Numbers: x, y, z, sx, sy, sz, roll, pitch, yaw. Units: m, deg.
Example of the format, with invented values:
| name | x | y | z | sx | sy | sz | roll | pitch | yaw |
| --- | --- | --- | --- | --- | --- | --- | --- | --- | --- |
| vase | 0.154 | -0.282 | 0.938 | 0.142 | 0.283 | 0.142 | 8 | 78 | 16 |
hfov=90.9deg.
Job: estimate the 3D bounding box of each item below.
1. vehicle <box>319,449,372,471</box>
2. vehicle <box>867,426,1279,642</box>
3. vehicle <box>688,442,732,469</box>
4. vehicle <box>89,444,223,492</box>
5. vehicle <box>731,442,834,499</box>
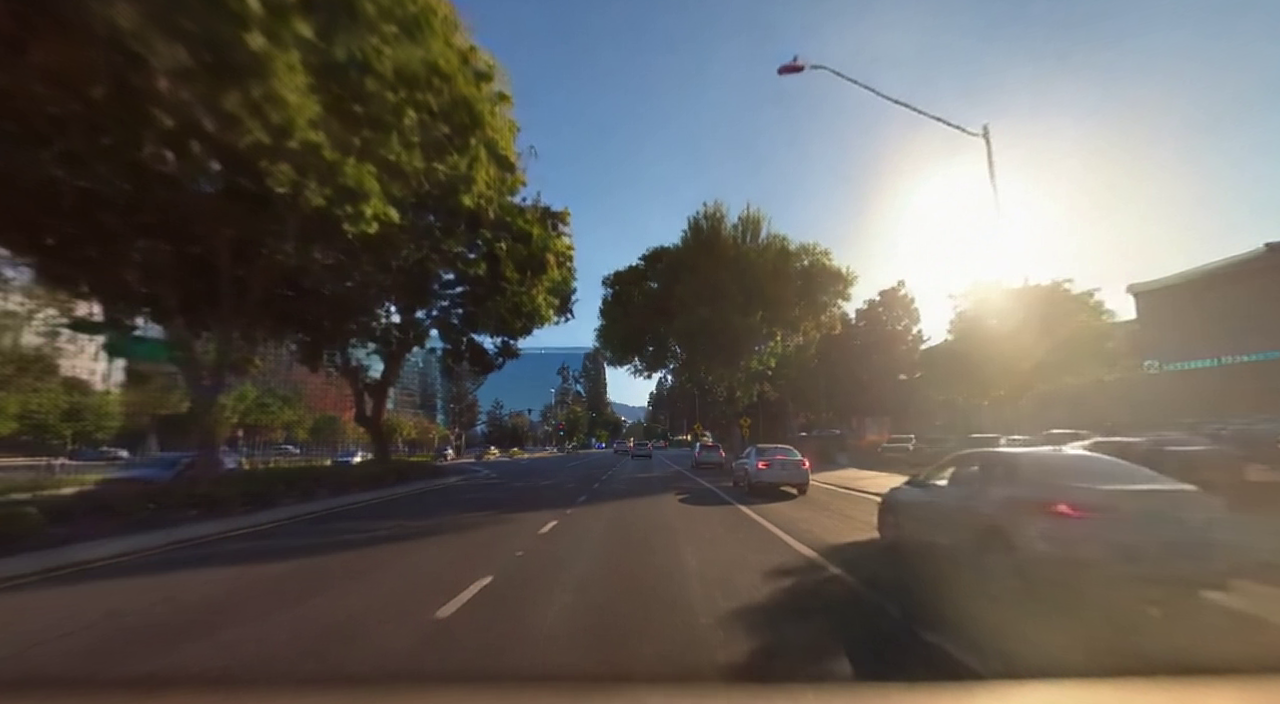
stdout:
| name | x | y | z | sx | sy | sz | roll | pitch | yaw |
| --- | --- | --- | --- | --- | --- | --- | --- | --- | --- |
| vehicle | -21.960 | 8.061 | 47.205 | 1.832 | 1.496 | 4.458 | 0 | -8 | 0 |
| vehicle | 4.098 | 1.564 | 6.486 | 1.913 | 1.463 | 4.198 | 0 | -8 | 0 |
| vehicle | 3.982 | 5.995 | 36.809 | 1.939 | 1.474 | 4.716 | 0 | -8 | -1 |
| vehicle | -17.385 | 4.154 | 22.925 | 1.764 | 1.563 | 3.872 | 0 | -8 | 0 |
| vehicle | 3.913 | 3.326 | 18.121 | 1.872 | 1.431 | 4.270 | 0 | -8 | -1 |
